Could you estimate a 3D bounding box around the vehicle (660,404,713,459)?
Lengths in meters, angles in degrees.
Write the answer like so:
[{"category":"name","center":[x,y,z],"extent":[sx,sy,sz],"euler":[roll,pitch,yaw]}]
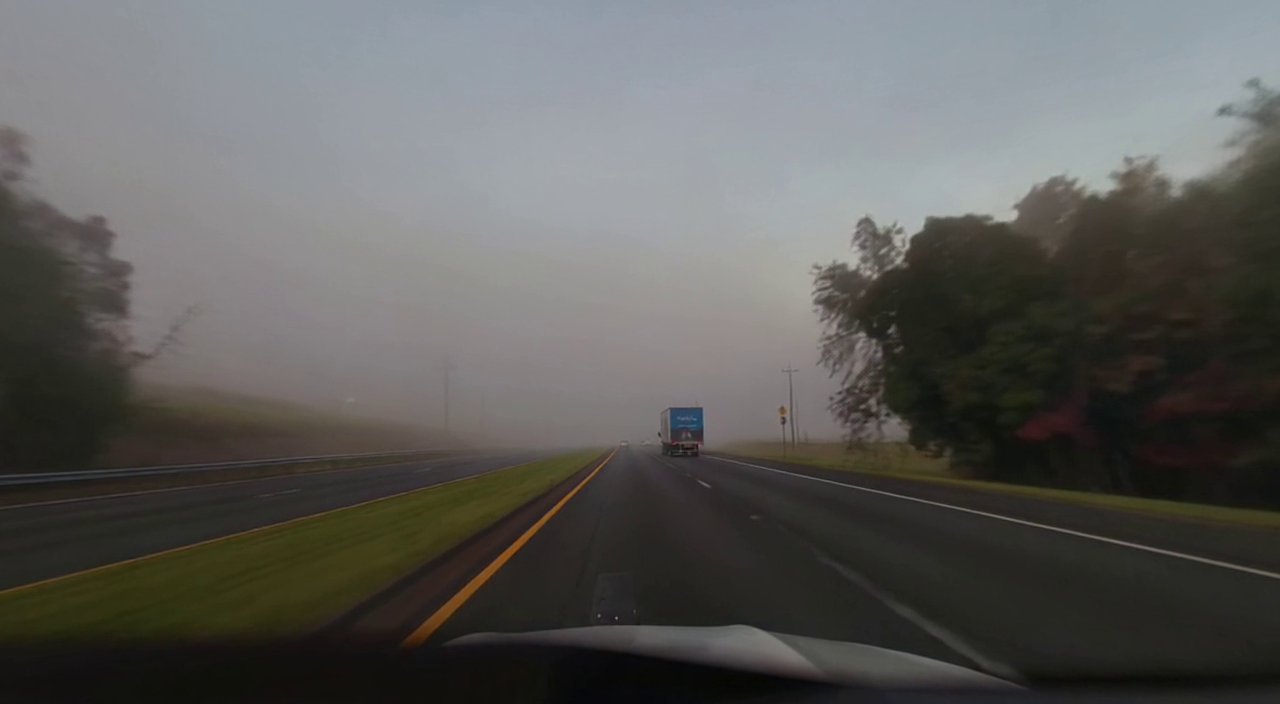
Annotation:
[{"category":"vehicle","center":[3.282,5.997,46.891],"extent":[3.037,3.672,9.136],"euler":[0,-8,-1]}]
